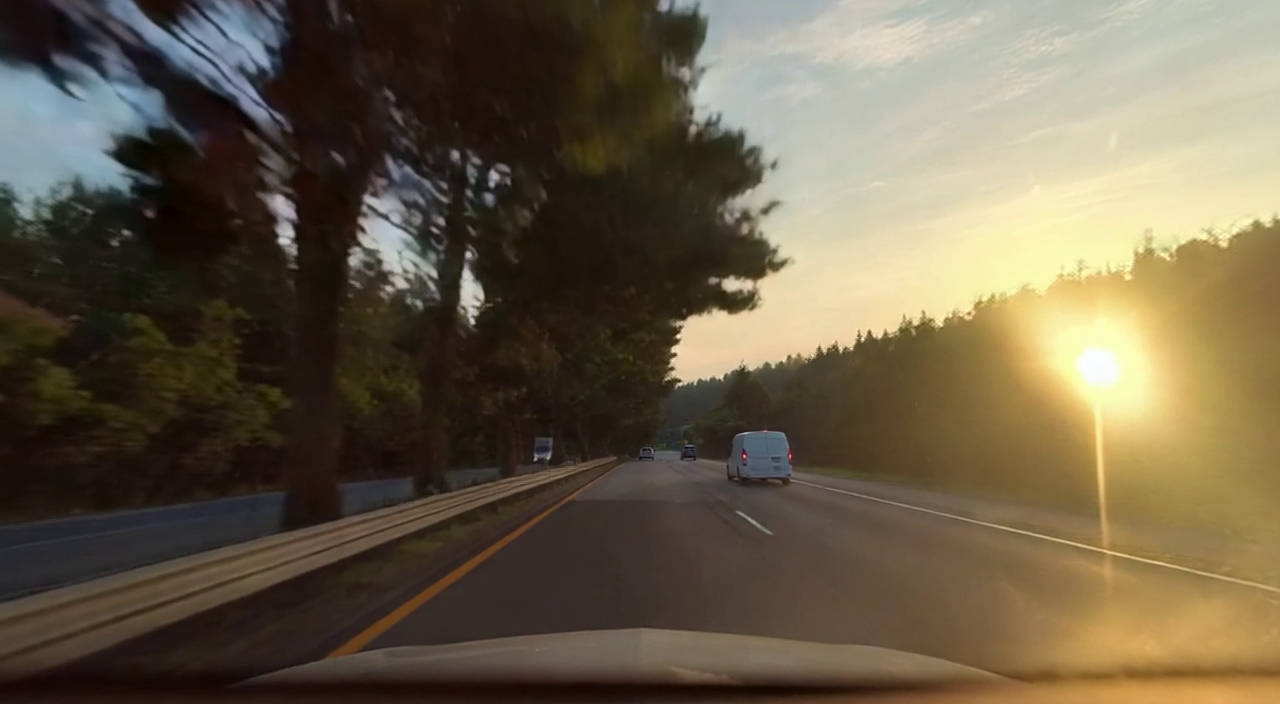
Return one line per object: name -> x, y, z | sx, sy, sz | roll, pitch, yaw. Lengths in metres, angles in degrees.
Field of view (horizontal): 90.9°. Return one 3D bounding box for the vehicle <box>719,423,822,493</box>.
vehicle -> 4.209, 3.543, 21.254 | 2.371, 2.045, 4.768 | 0, -9, -1
